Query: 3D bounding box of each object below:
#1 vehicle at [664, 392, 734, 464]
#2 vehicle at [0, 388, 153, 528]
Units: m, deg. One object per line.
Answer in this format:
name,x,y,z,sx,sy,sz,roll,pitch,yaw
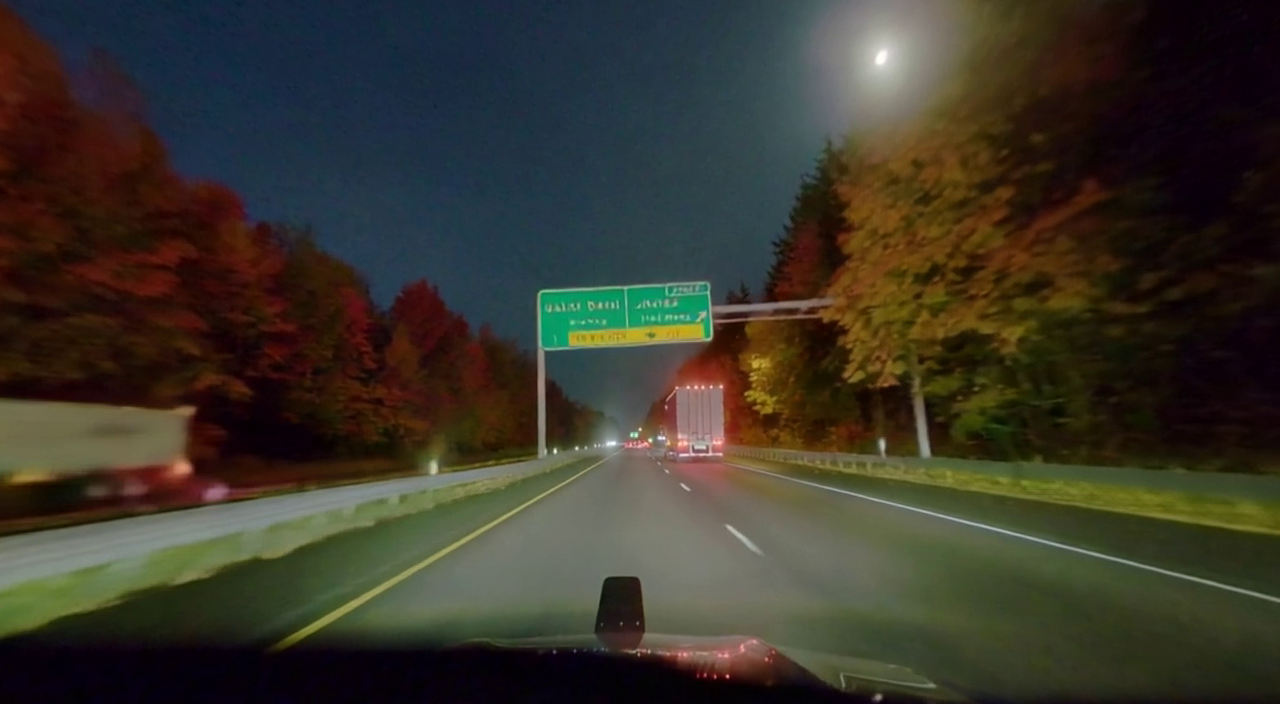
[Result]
vehicle,3.703,5.451,43.853,3.357,4.101,14.659,0,-8,0
vehicle,-13.372,2.006,11.968,2.497,2.625,7.038,0,-8,1
